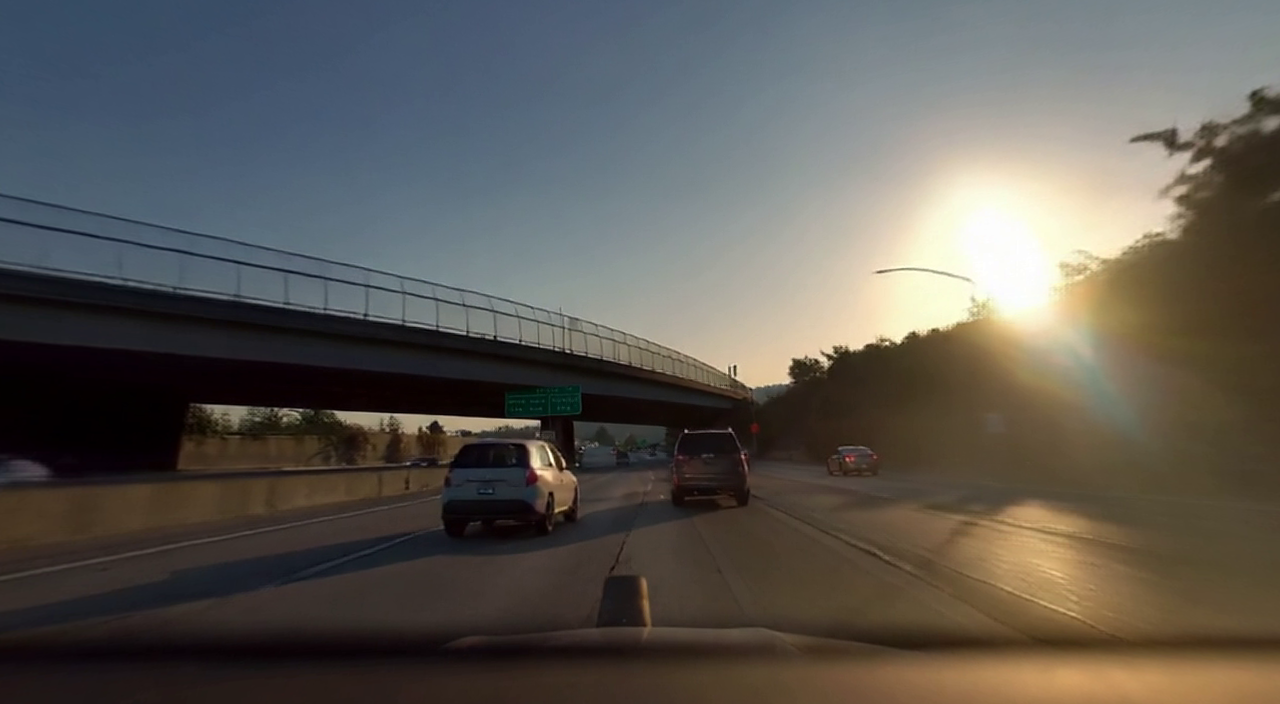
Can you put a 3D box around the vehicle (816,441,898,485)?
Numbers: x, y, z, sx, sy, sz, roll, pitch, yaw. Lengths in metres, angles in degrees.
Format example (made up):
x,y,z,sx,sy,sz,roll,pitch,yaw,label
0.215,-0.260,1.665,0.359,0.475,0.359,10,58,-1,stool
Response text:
x,y,z,sx,sy,sz,roll,pitch,yaw,label
9.593,4.933,28.205,2.133,1.770,4.537,0,-9,1,vehicle

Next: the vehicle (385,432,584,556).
x,y,z,sx,sy,sz,roll,pitch,yaw,label
-2.274,2.221,10.537,2.099,1.640,4.134,-1,-9,3,vehicle

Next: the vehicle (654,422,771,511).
x,y,z,sx,sy,sz,roll,pitch,yaw,label
1.772,3.130,17.728,2.732,2.065,5.826,-1,-9,1,vehicle
